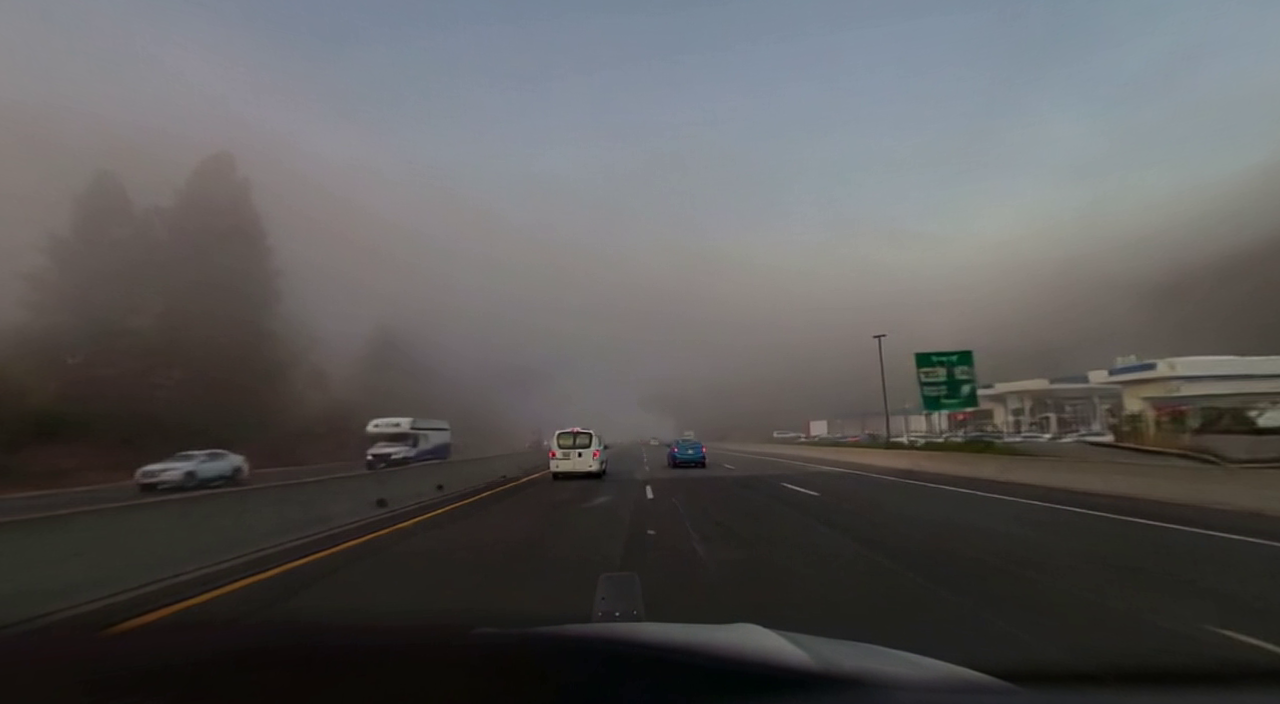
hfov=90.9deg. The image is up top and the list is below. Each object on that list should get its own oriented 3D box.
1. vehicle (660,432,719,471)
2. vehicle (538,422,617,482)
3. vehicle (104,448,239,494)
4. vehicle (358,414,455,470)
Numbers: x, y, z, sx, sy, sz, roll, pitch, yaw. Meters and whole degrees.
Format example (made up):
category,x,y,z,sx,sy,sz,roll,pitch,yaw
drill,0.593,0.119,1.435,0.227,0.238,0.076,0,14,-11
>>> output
category,x,y,z,sx,sy,sz,roll,pitch,yaw
vehicle,2.093,4.362,27.939,2.151,1.550,4.694,0,-8,-1
vehicle,-1.884,3.178,20.452,2.061,1.732,4.457,0,-8,1
vehicle,-17.374,4.410,23.661,1.857,1.465,4.112,0,-8,1
vehicle,-13.610,5.292,37.431,2.886,2.972,7.198,0,-8,1
